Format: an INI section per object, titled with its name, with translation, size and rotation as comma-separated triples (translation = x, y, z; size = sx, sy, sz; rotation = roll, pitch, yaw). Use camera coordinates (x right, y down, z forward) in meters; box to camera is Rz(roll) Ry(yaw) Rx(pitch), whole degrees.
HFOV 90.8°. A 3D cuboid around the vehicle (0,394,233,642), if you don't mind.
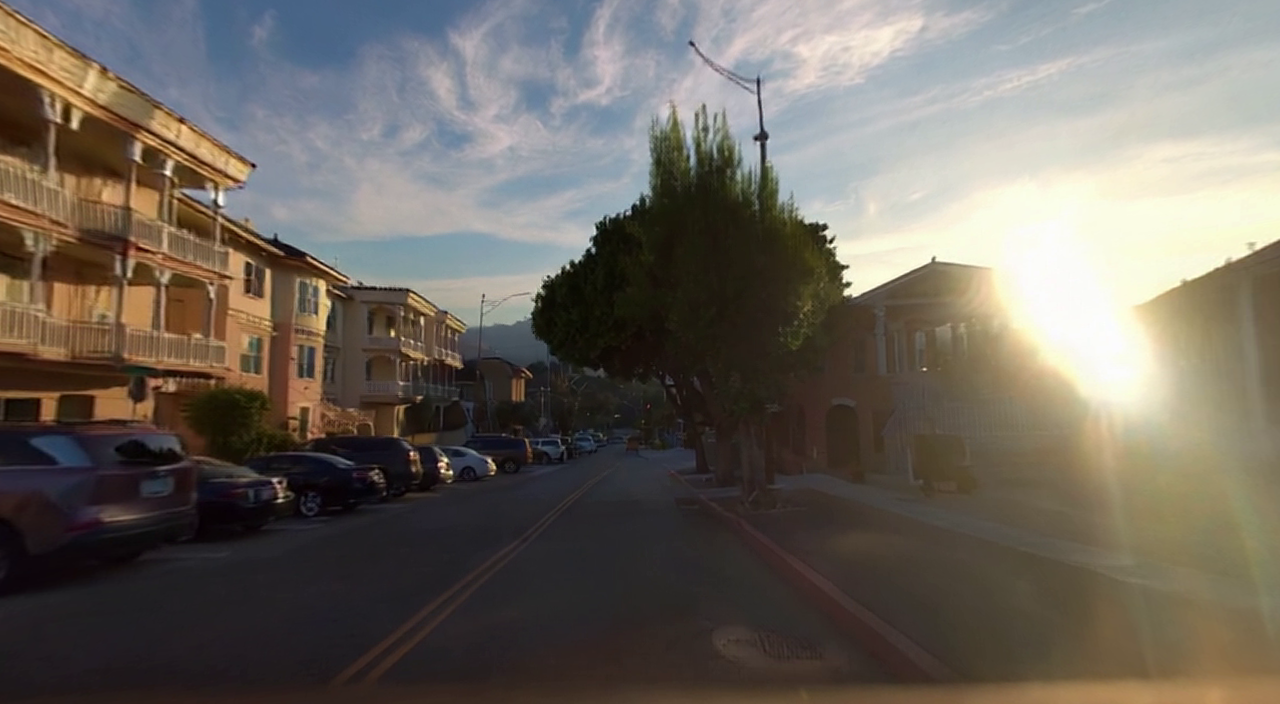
[vehicle]
translation = -7.444, 1.530, 6.460
size = 4.981, 1.975, 2.296
rotation = -1, -9, 4
